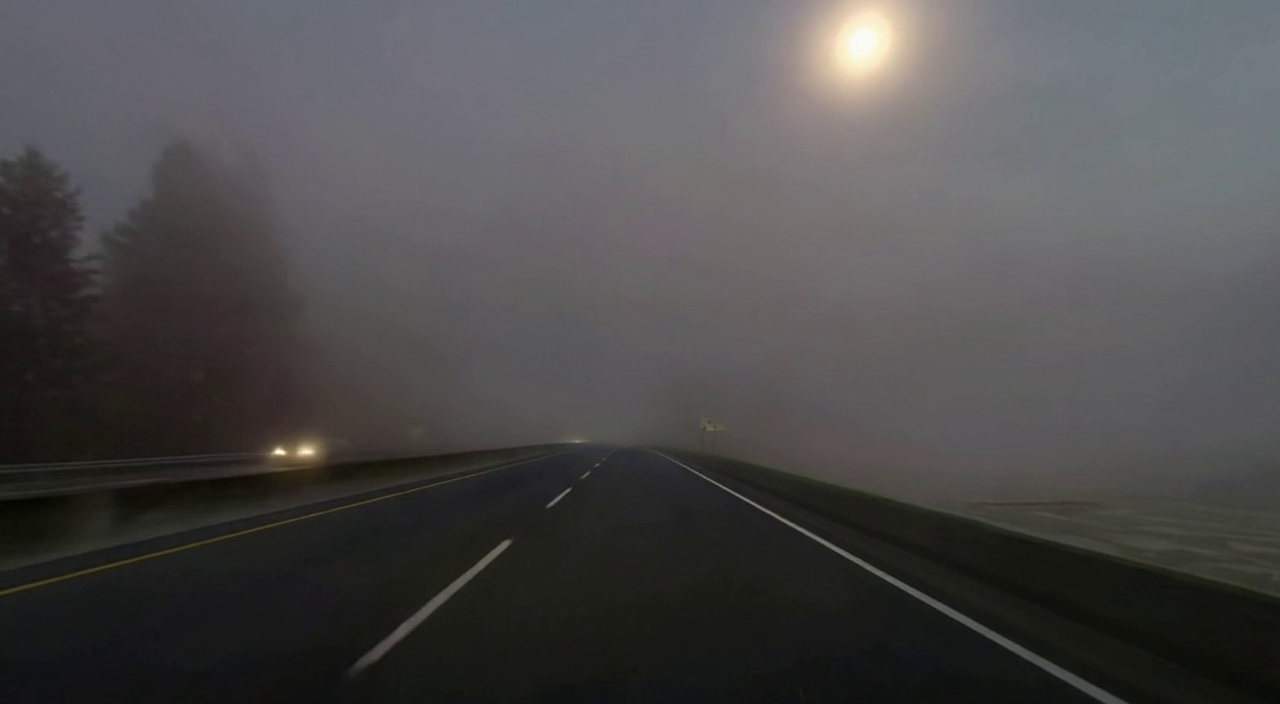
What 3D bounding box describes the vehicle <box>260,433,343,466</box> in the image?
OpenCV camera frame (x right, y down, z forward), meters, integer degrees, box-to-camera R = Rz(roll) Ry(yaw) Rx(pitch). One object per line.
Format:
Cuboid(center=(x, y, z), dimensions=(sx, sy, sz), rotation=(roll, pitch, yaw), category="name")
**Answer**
Cuboid(center=(-16.971, 4.898, 31.842), dimensions=(1.911, 1.540, 4.149), rotation=(0, -8, -1), category="vehicle")
